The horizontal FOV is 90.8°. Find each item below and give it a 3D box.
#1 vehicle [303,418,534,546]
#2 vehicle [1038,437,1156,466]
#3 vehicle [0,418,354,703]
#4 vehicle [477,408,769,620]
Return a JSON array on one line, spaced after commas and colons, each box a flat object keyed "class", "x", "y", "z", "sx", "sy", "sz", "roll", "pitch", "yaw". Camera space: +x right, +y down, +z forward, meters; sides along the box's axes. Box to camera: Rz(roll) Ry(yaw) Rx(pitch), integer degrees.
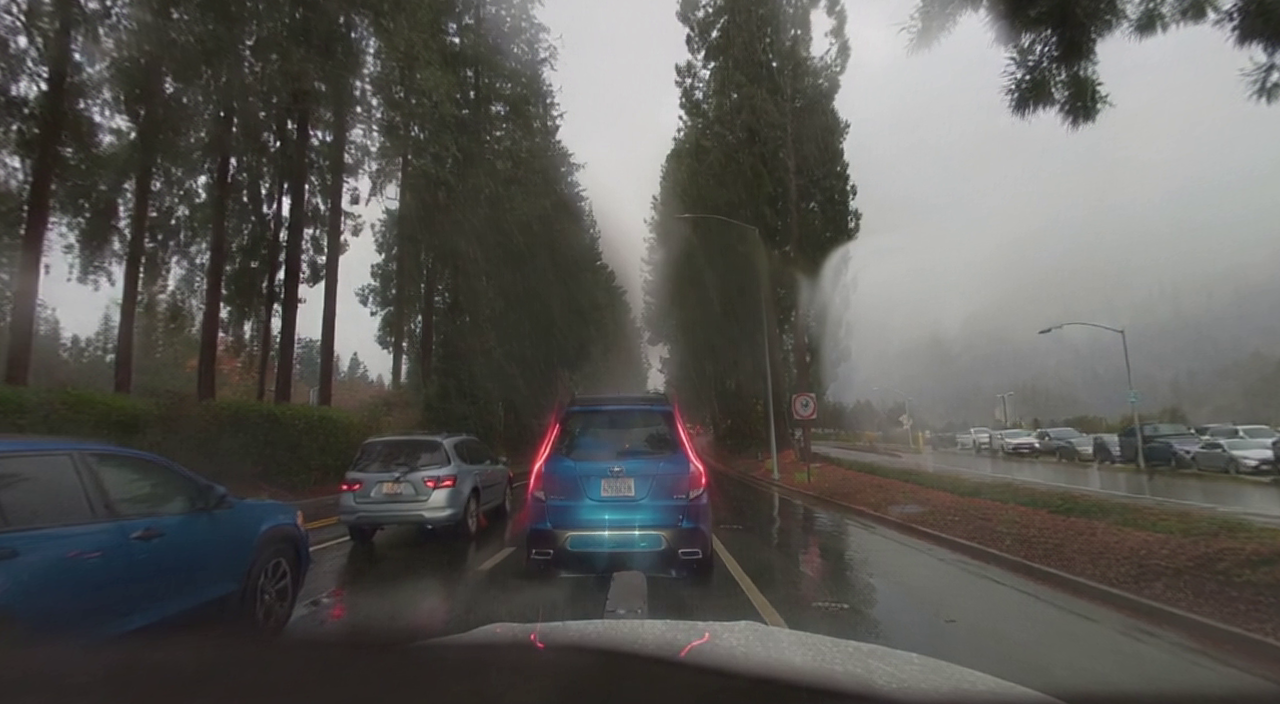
[{"class": "vehicle", "x": -3.446, "y": 2.125, "z": 11.053, "sx": 2.188, "sy": 1.745, "sz": 4.618, "roll": 0, "pitch": -8, "yaw": 2}, {"class": "vehicle", "x": 28.464, "y": 6.207, "z": 39.457, "sx": 5.955, "sy": 1.702, "sz": 2.166, "roll": 1, "pitch": -8, "yaw": -6}, {"class": "vehicle", "x": -3.711, "y": 1.159, "z": 3.647, "sx": 1.922, "sy": 1.464, "sz": 4.424, "roll": 0, "pitch": -8, "yaw": 2}, {"class": "vehicle", "x": -0.036, "y": 1.521, "z": 6.842, "sx": 2.229, "sy": 1.591, "sz": 3.897, "roll": -1, "pitch": -8, "yaw": 3}]
